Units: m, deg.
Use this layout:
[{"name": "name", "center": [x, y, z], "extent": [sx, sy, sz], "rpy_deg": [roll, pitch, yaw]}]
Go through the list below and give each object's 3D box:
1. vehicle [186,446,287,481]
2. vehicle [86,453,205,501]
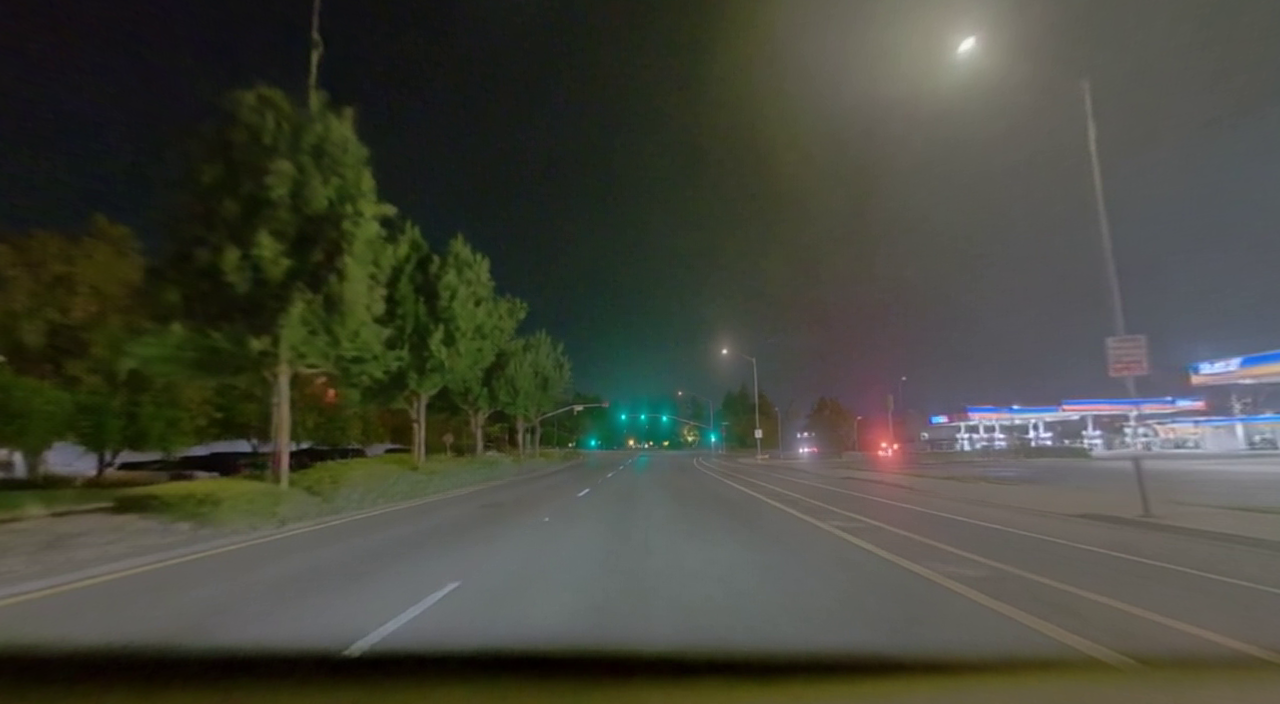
[{"name": "vehicle", "center": [-23.614, 6.529, 37.030], "extent": [4.271, 1.902, 2.281], "rpy_deg": [0, -9, 1]}, {"name": "vehicle", "center": [-25.215, 6.358, 32.244], "extent": [4.386, 2.004, 1.991], "rpy_deg": [-4, -9, -2]}]
